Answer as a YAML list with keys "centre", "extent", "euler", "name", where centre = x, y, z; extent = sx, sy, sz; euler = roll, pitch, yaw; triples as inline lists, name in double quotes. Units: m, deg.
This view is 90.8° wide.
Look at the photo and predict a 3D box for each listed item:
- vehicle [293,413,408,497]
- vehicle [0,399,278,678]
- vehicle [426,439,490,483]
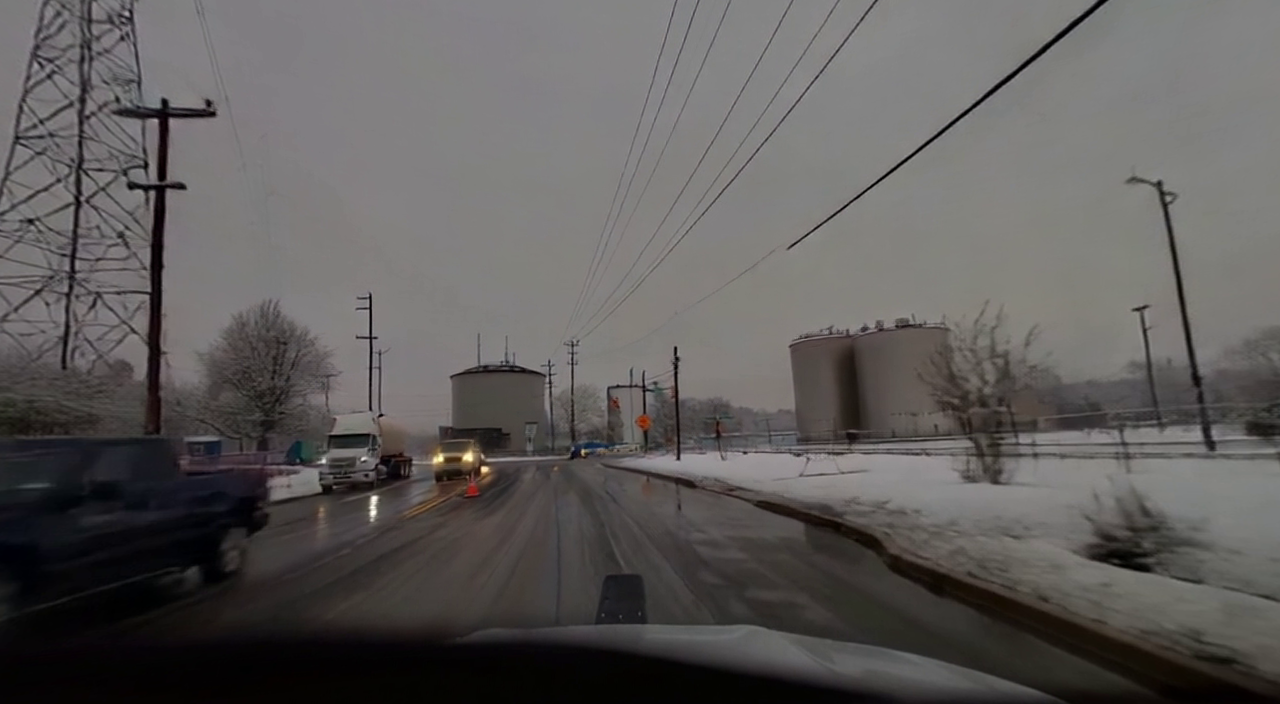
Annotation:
- centre: [-12.438, 4.509, 27.975]
  extent: [2.905, 3.133, 7.675]
  euler: [2, -9, -12]
  name: "vehicle"
- centre: [-5.206, 1.350, 5.053]
  extent: [2.079, 1.770, 4.684]
  euler: [0, -9, -4]
  name: "vehicle"
- centre: [-8.264, 4.978, 29.231]
  extent: [2.282, 1.809, 5.297]
  euler: [1, -9, -10]
  name: "vehicle"
